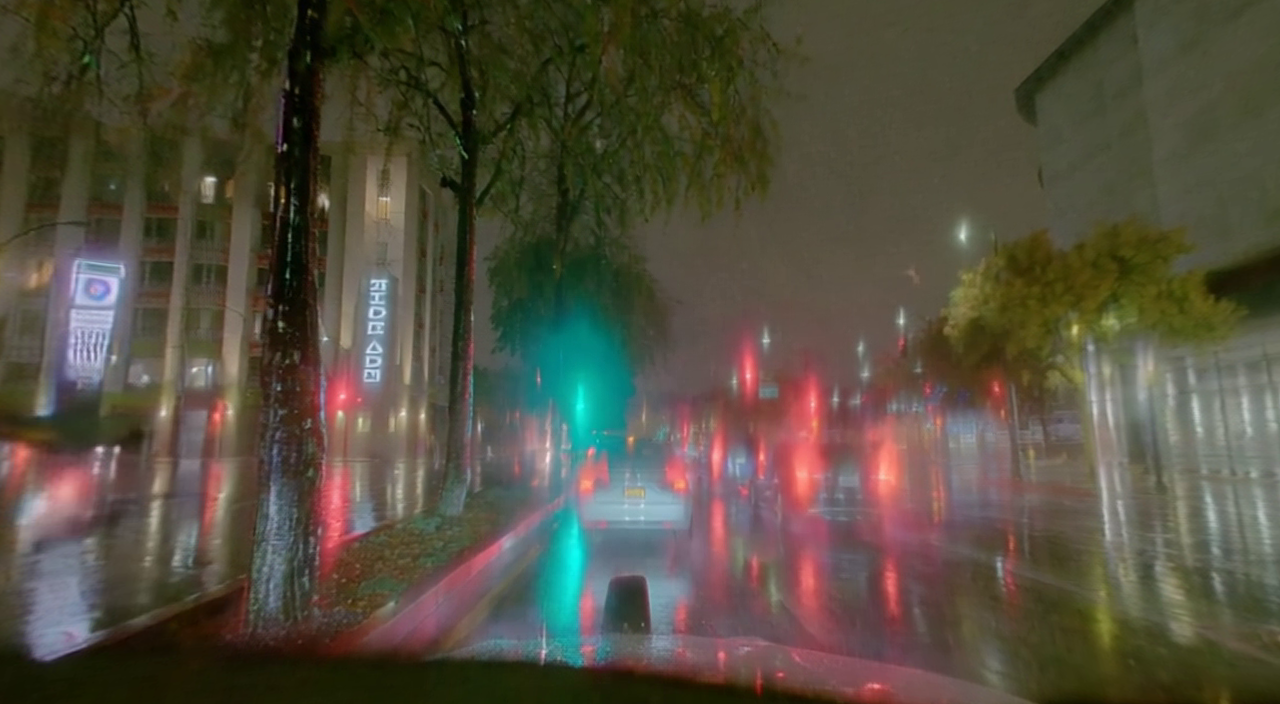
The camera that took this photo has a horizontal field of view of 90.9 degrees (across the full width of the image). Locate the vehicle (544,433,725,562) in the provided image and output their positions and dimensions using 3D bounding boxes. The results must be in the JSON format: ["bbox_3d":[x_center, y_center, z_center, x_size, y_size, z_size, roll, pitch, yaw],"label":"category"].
[{"bbox_3d":[-0.104,1.982,9.389,2.087,1.456,4.143,0,-8,-1],"label":"vehicle"}]

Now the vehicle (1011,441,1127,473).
[{"bbox_3d":[22.596,5.541,33.340,4.610,1.622,1.934,-1,-8,4],"label":"vehicle"}]

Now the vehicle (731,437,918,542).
[{"bbox_3d":[2.904,2.248,11.031,1.893,1.446,4.270,0,-8,-1],"label":"vehicle"}]
